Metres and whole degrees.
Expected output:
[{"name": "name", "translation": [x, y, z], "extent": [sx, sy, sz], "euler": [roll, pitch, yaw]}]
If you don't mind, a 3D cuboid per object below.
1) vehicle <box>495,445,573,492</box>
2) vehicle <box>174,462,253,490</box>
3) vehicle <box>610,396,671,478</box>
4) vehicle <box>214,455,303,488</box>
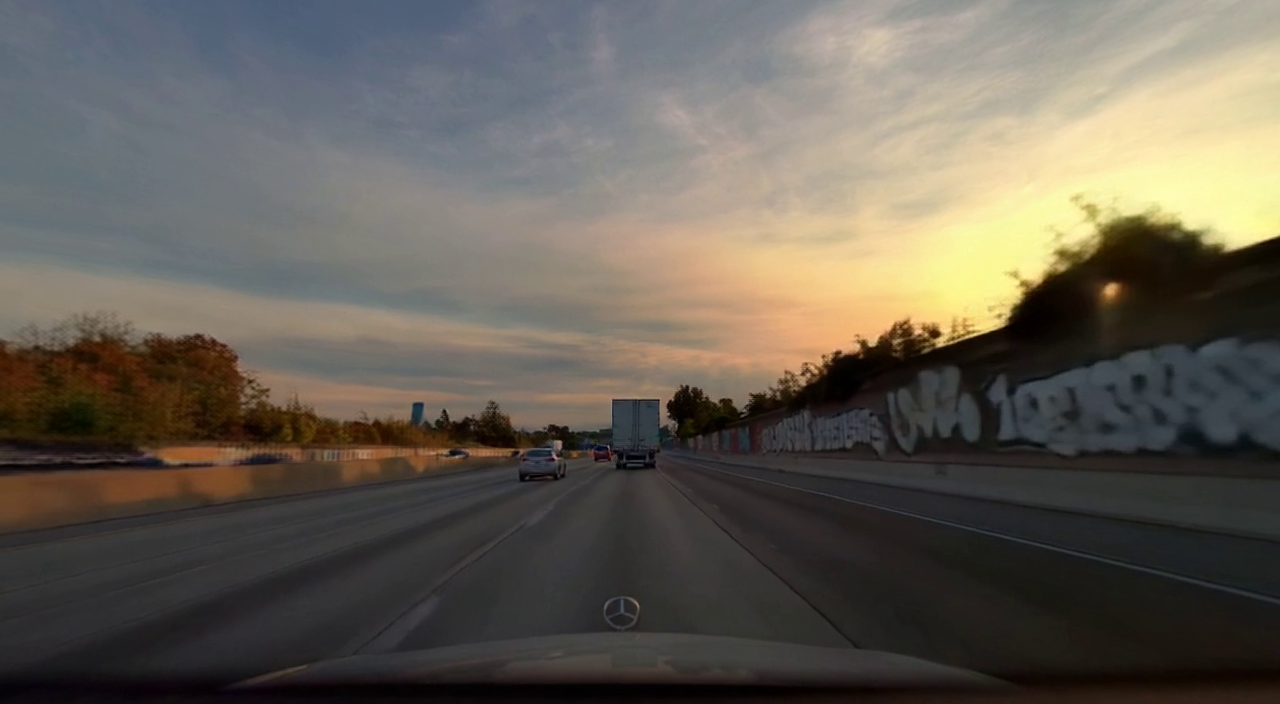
[{"name": "vehicle", "translation": [-3.733, 4.193, 22.862], "extent": [2.158, 1.538, 4.047], "euler": [0, -9, 0]}, {"name": "vehicle", "translation": [-23.933, 6.950, 35.331], "extent": [1.781, 1.438, 3.826], "euler": [0, -9, 0]}, {"name": "vehicle", "translation": [-0.067, 5.076, 36.698], "extent": [3.042, 4.023, 10.832], "euler": [0, -9, -1]}, {"name": "vehicle", "translation": [-19.675, 6.168, 32.553], "extent": [1.841, 1.531, 4.395], "euler": [0, -9, -1]}]
